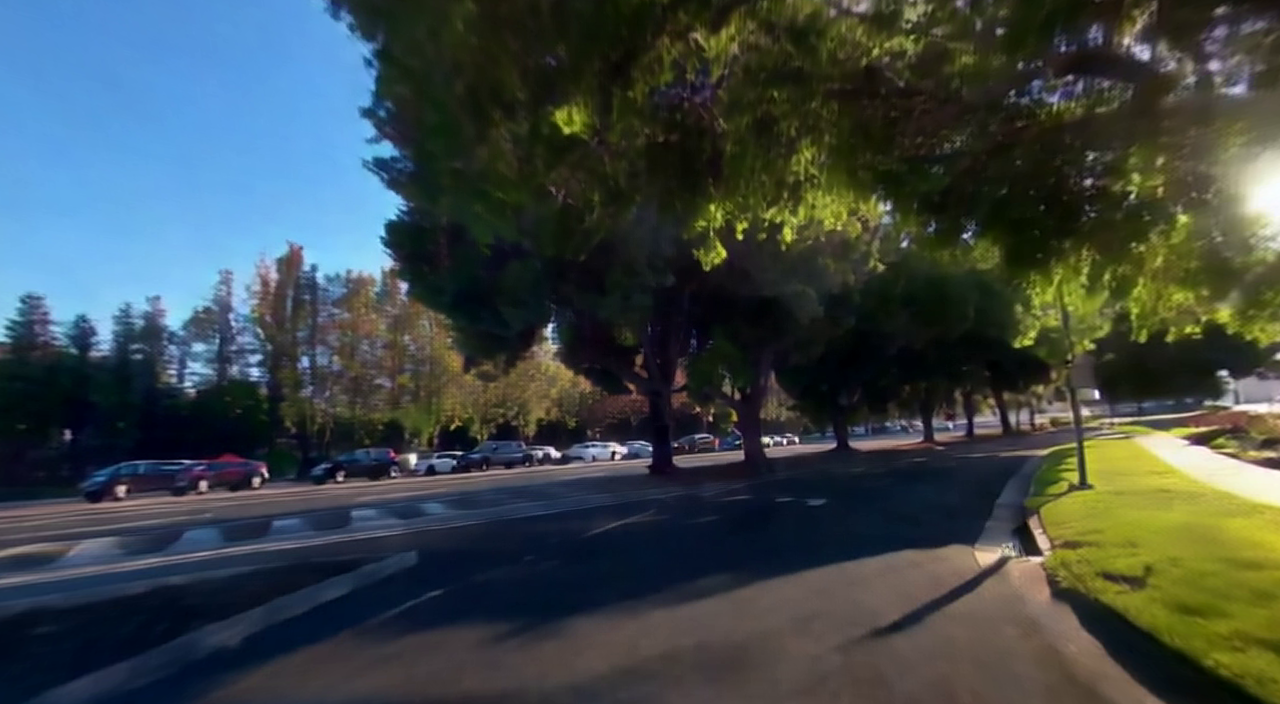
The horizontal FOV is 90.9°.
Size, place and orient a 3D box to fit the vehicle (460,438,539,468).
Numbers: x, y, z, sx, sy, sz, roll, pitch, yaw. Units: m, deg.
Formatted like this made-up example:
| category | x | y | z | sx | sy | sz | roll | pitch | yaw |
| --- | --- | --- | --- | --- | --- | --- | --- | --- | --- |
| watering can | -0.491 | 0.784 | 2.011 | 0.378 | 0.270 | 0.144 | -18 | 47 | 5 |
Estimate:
| category | x | y | z | sx | sy | sz | roll | pitch | yaw |
| --- | --- | --- | --- | --- | --- | --- | --- | --- | --- |
| vehicle | -8.846 | 6.378 | 39.917 | 1.969 | 1.758 | 4.662 | -7 | -11 | 37 |

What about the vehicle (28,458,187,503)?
| category | x | y | z | sx | sy | sz | roll | pitch | yaw |
| --- | --- | --- | --- | --- | --- | --- | --- | --- | --- |
| vehicle | -20.907 | 5.001 | 24.915 | 1.777 | 1.497 | 4.399 | -7 | -11 | 38 |

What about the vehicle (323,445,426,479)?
| category | x | y | z | sx | sy | sz | roll | pitch | yaw |
| --- | --- | --- | --- | --- | --- | --- | --- | --- | --- |
| vehicle | -13.952 | 5.786 | 33.350 | 1.876 | 1.642 | 4.600 | -7 | -11 | 37 |

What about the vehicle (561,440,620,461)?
| category | x | y | z | sx | sy | sz | roll | pitch | yaw |
| --- | --- | --- | --- | --- | --- | --- | --- | --- | --- |
| vehicle | -3.582 | 7.210 | 46.179 | 1.832 | 1.473 | 4.377 | -7 | -11 | 39 |
